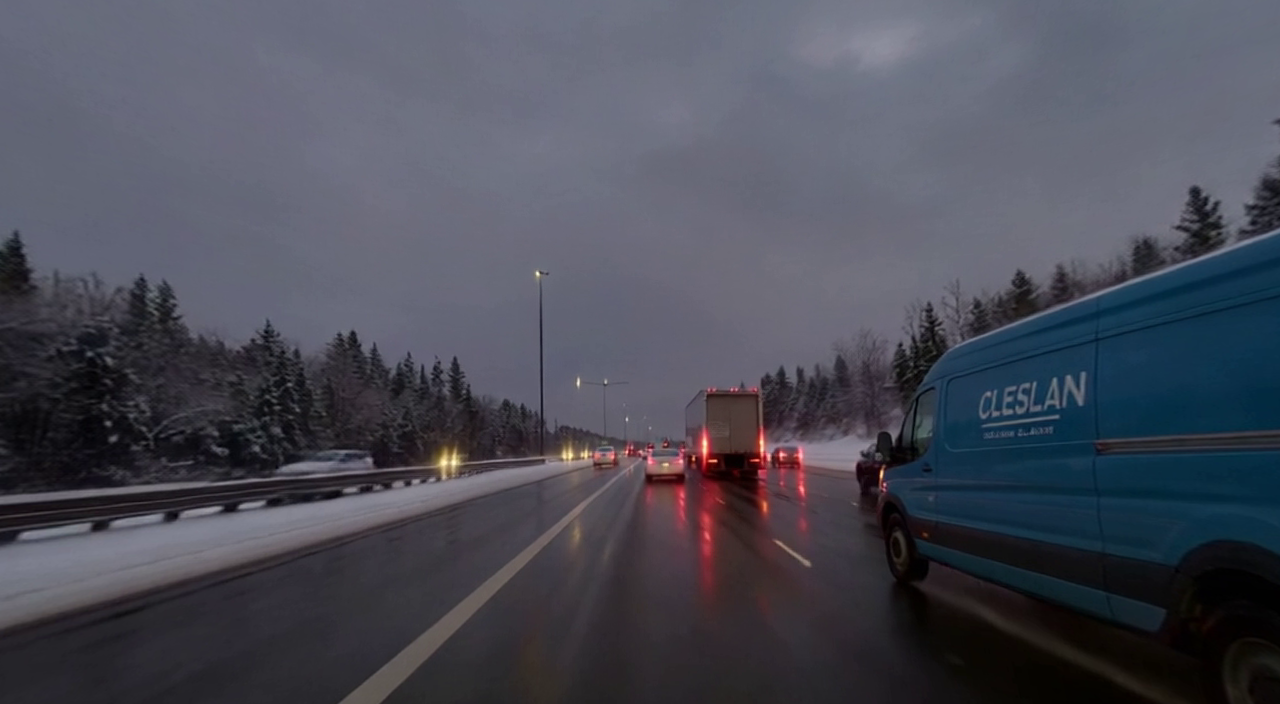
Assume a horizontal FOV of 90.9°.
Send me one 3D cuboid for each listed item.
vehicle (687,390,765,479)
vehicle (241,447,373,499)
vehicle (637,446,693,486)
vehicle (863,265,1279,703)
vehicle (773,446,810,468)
[{"bbox_3d":[4.469,4.776,35.598,2.821,4.077,12.562,0,-9,1],"label":"vehicle"},{"bbox_3d":[-12.001,4.369,23.215,2.115,1.685,4.831,0,-9,1],"label":"vehicle"},{"bbox_3d":[0.936,4.567,25.645,2.063,1.469,4.208,0,-9,0],"label":"vehicle"},{"bbox_3d":[3.709,0.924,4.058,2.441,2.017,5.739,0,-9,0],"label":"vehicle"},{"bbox_3d":[11.329,7.850,47.394,1.870,1.525,3.680,0,-9,0],"label":"vehicle"}]
